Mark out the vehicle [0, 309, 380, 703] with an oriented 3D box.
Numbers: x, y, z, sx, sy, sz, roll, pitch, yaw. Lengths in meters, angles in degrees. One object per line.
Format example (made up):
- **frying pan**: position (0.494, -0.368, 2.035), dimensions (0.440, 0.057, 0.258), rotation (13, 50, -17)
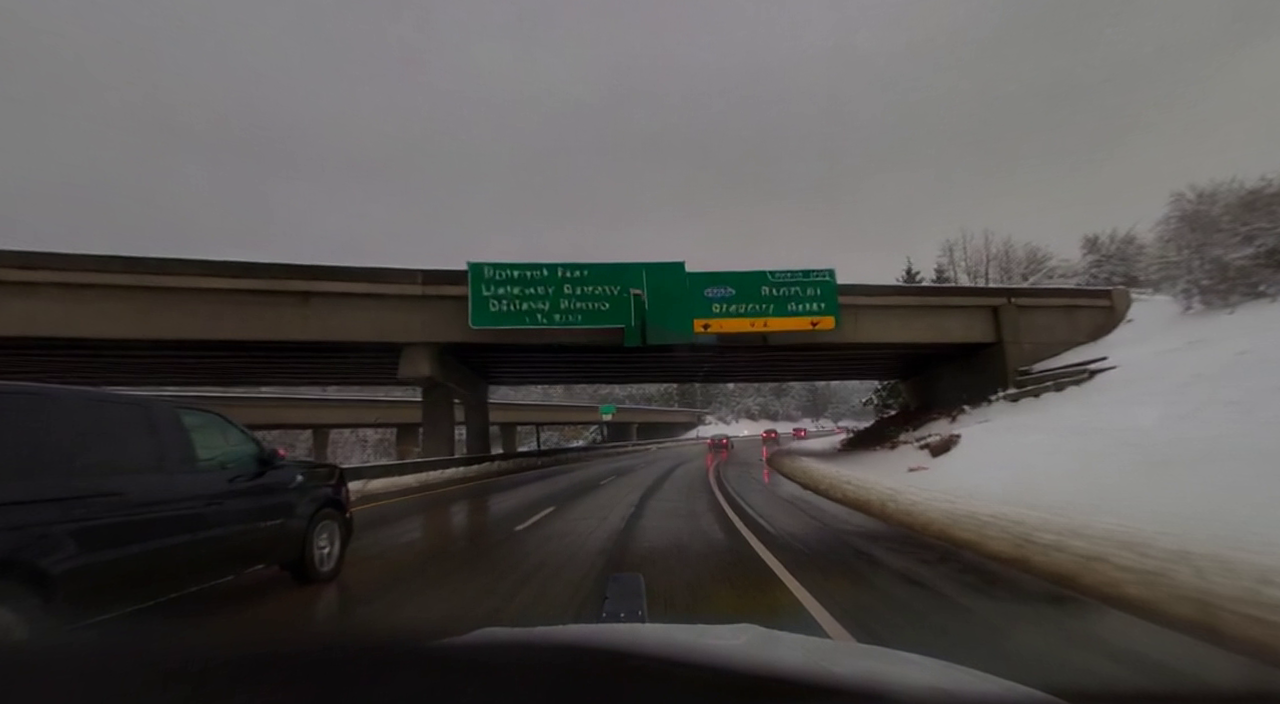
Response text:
- **vehicle**: position (-3.318, 0.759, 2.842), dimensions (2.106, 1.640, 4.853), rotation (0, -8, 1)
